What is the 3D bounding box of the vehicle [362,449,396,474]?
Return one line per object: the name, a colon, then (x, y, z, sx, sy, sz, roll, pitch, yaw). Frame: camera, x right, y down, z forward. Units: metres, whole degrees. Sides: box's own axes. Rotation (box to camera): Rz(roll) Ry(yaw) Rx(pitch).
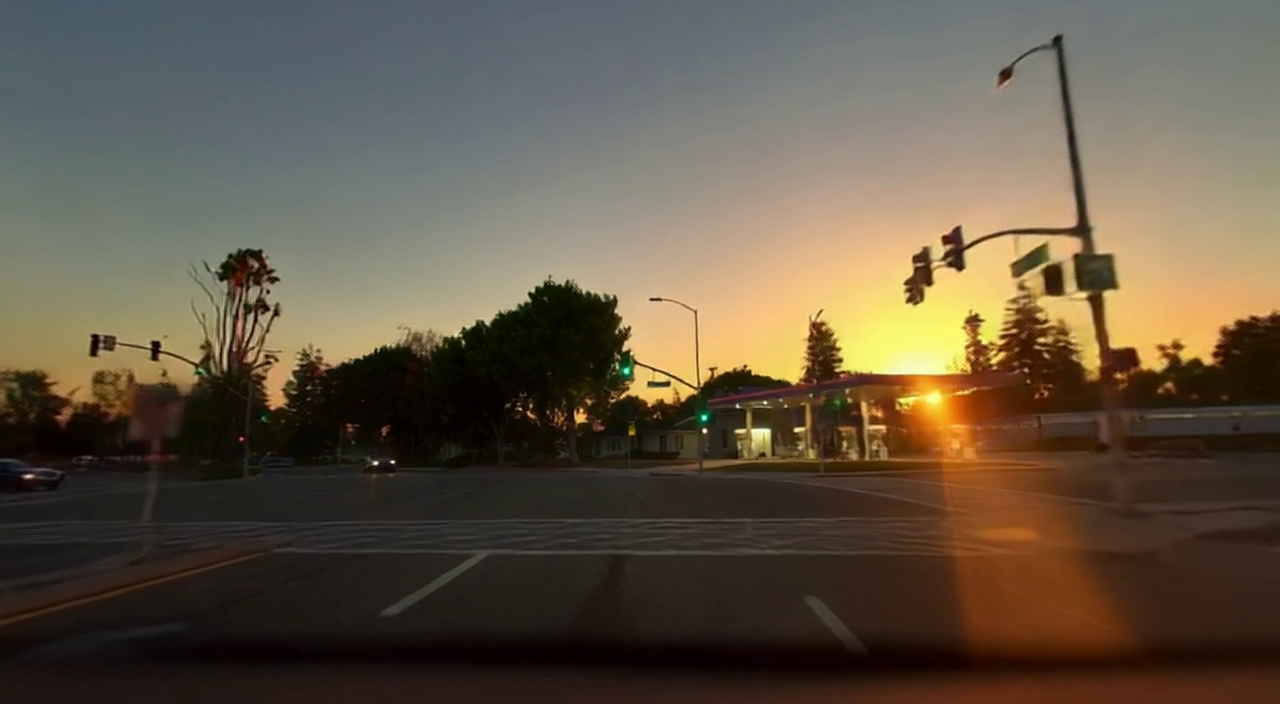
vehicle: (-18.625, 7.742, 44.862, 2.048, 1.670, 4.450, 4, -10, -24)
